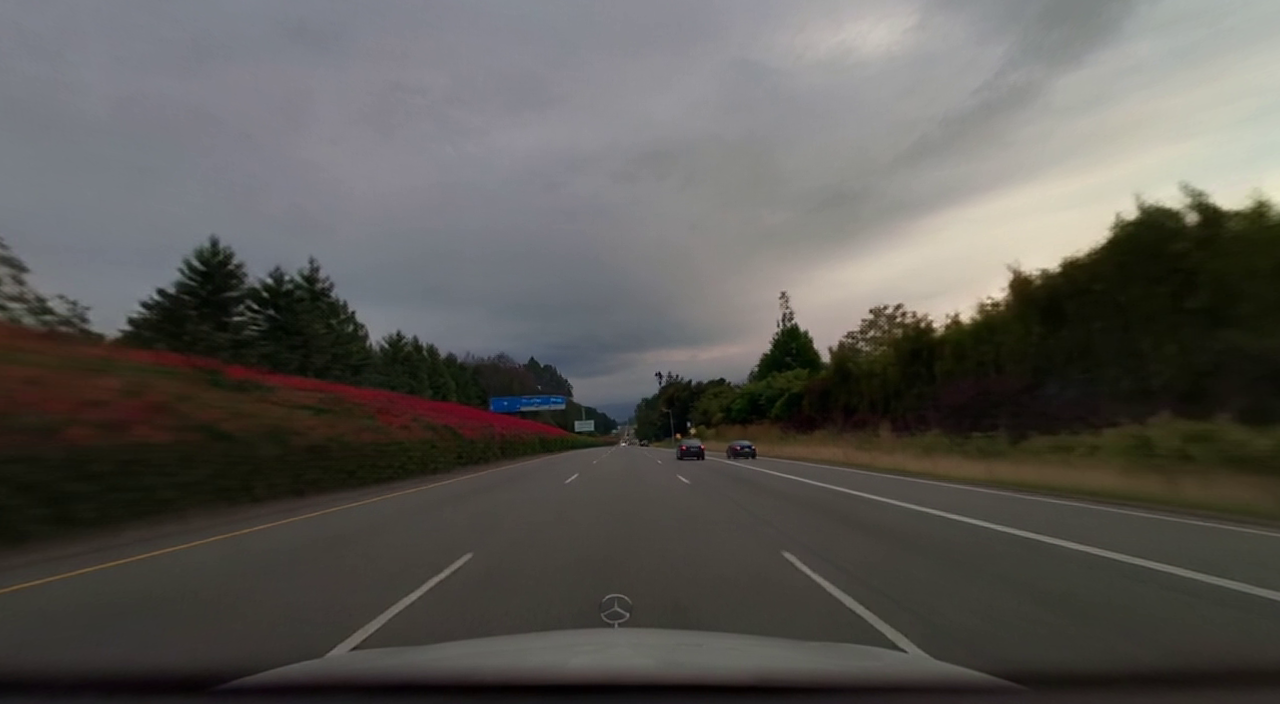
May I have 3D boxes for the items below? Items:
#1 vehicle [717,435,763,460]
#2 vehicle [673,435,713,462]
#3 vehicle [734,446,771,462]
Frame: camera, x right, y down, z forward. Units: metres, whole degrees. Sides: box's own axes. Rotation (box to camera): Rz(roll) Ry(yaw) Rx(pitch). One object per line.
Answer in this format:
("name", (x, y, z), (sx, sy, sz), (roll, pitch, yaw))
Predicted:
("vehicle", (6.538, 6.257, 41.665), (2.003, 1.522, 4.940), (0, -8, -2))
("vehicle", (3.069, 5.652, 37.083), (1.819, 1.468, 3.770), (0, -8, -3))
("vehicle", (6.713, 6.119, 37.820), (1.535, 0.862, 2.814), (0, -8, -3))
